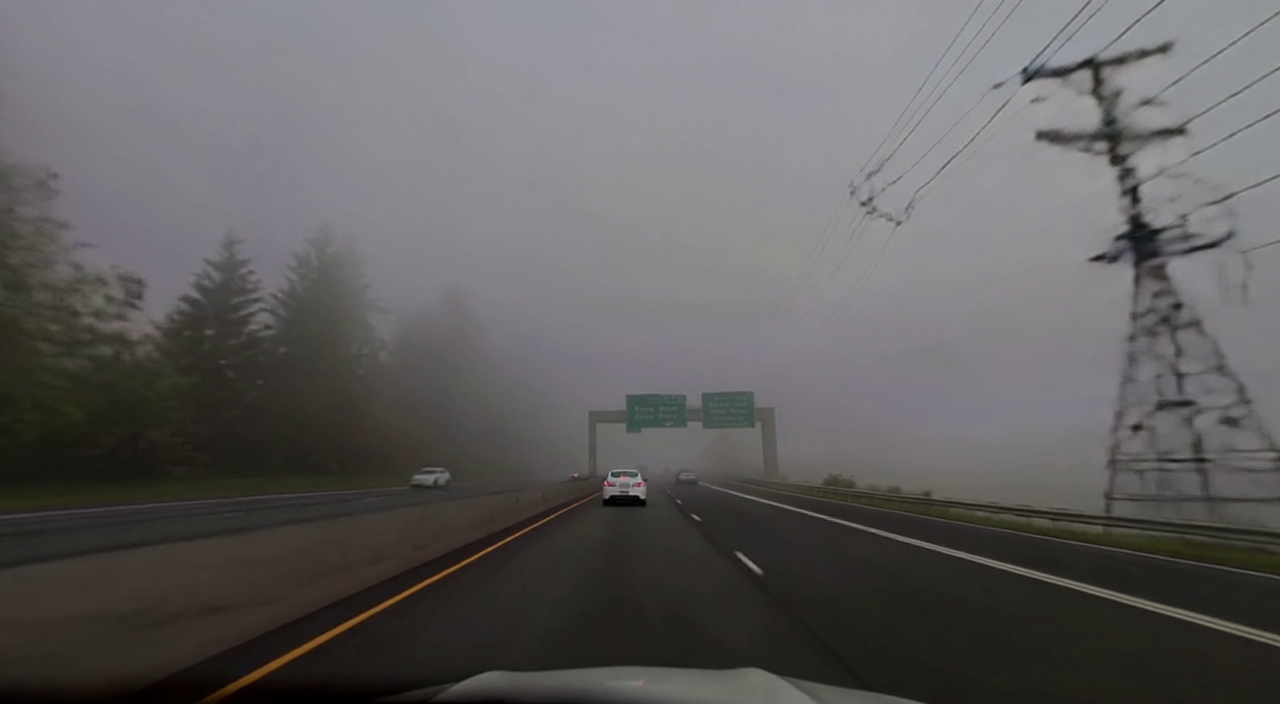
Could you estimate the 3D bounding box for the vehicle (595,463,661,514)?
[{"bbox_3d":[-0.364,4.471,20.959,1.987,1.480,3.786,1,-10,0],"label":"vehicle"}]
